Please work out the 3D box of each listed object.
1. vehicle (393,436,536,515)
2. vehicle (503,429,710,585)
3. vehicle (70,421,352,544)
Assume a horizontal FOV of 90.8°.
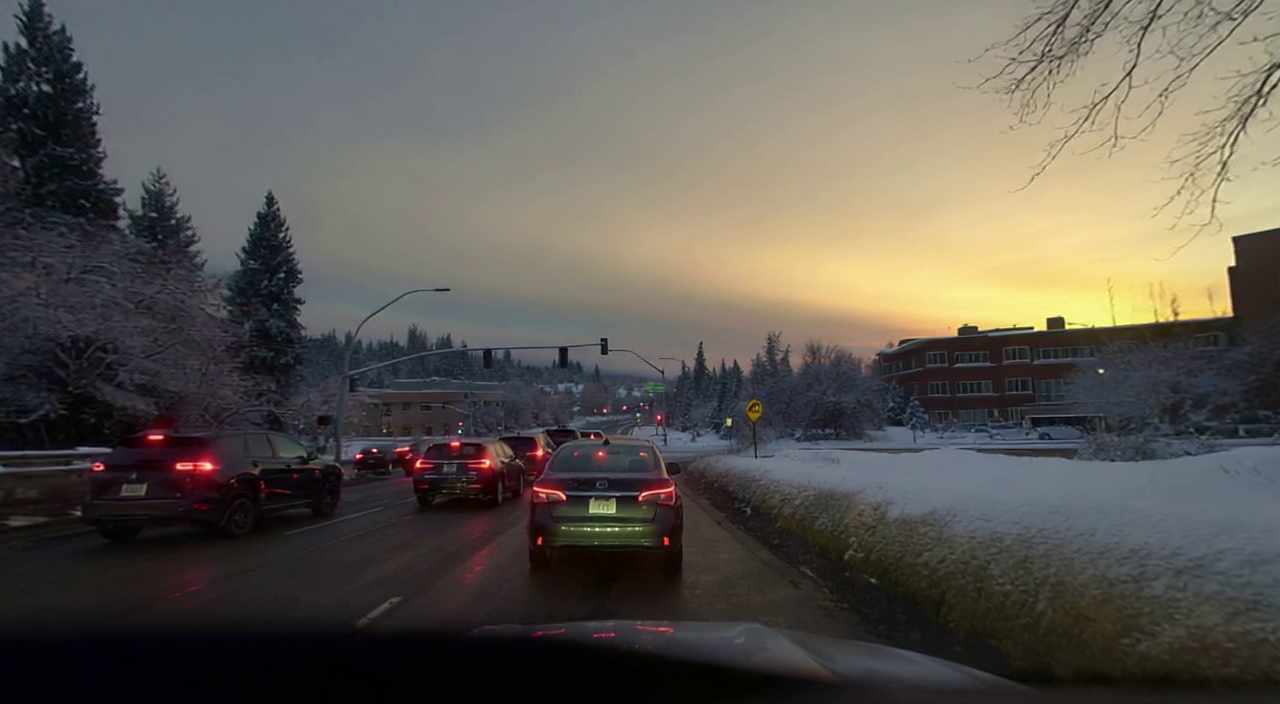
[{"bbox_3d":[-3.769,2.732,14.535,1.913,1.521,4.539,0,-9,1],"label":"vehicle"},{"bbox_3d":[-0.340,1.856,8.378,2.066,1.544,3.954,0,-9,0],"label":"vehicle"},{"bbox_3d":[-7.318,2.243,11.490,2.068,1.784,4.224,0,-9,1],"label":"vehicle"}]
